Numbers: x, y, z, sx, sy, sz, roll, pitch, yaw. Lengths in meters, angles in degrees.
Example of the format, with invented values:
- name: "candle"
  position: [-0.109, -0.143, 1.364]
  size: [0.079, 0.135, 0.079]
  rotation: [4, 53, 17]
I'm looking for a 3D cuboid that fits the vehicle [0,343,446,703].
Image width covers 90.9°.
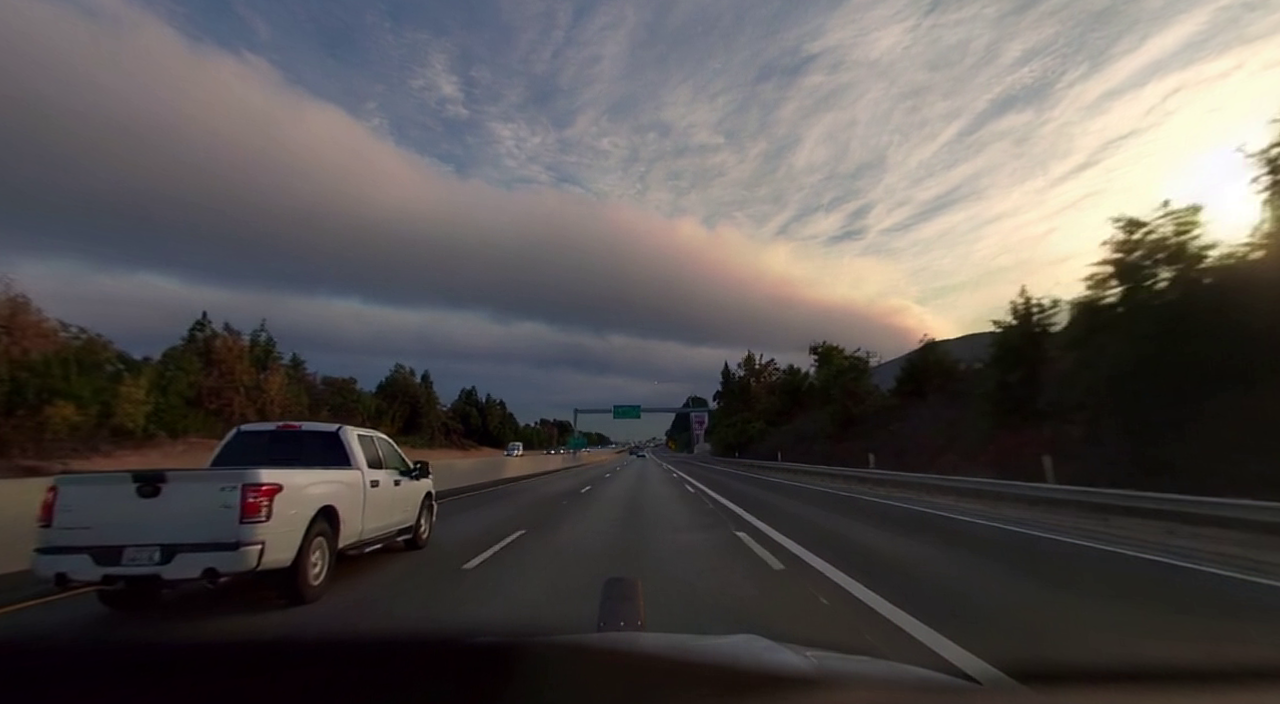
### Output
- name: "vehicle"
  position: [-3.671, 1.287, 5.536]
  size: [2.214, 1.872, 5.179]
  rotation: [0, -9, 1]
